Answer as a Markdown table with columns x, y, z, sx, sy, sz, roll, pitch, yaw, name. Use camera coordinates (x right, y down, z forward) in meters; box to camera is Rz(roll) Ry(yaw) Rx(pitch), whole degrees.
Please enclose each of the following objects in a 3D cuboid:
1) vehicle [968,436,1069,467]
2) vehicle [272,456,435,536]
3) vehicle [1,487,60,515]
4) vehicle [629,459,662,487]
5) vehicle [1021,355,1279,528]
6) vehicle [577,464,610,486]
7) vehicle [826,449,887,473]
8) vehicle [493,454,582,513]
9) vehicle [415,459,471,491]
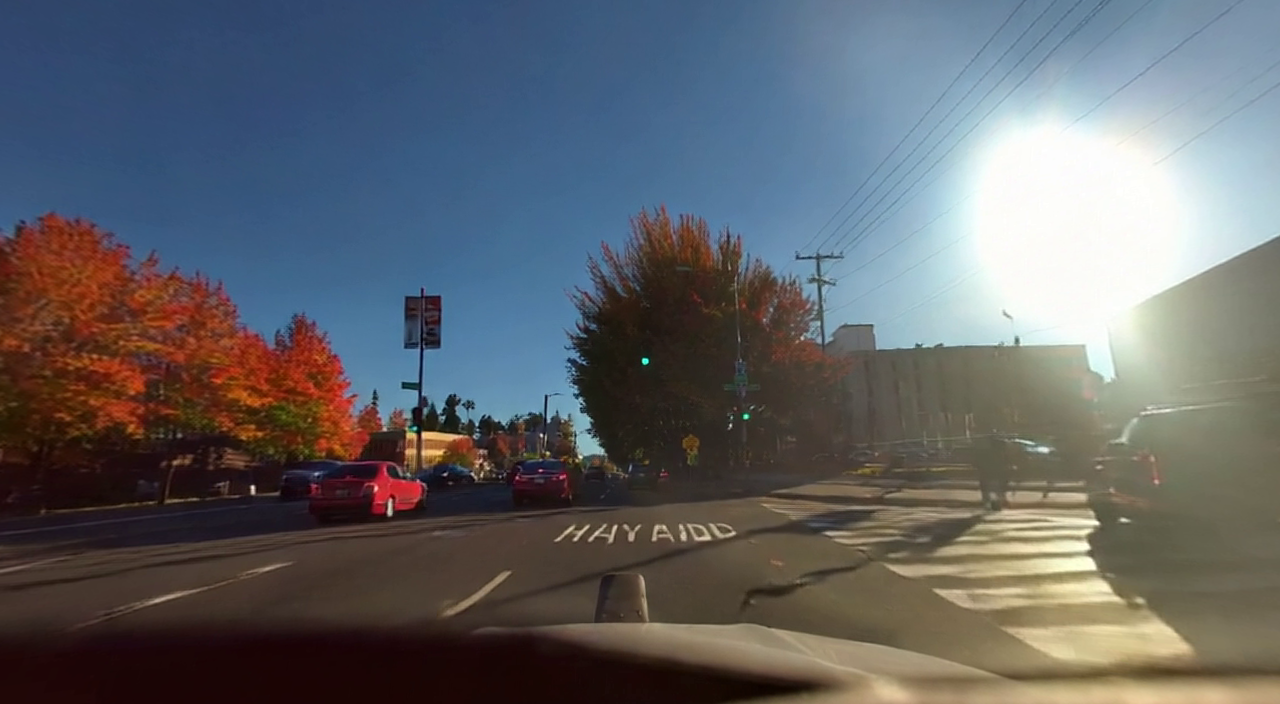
| x | y | z | sx | sy | sz | roll | pitch | yaw | name |
| --- | --- | --- | --- | --- | --- | --- | --- | --- | --- |
| 20.108 | 5.307 | 33.617 | 1.835 | 1.501 | 4.158 | 7 | -11 | -33 | vehicle |
| -6.758 | 3.388 | 15.454 | 1.932 | 1.596 | 4.247 | 1 | -9 | 1 | vehicle |
| -46.285 | 11.323 | 47.913 | 1.981 | 1.736 | 4.293 | 6 | -10 | -27 | vehicle |
| 0.354 | 8.211 | 42.920 | 2.144 | 1.704 | 4.028 | 1 | -9 | -1 | vehicle |
| 9.960 | 1.428 | 9.846 | 6.464 | 2.280 | 2.483 | 1 | -9 | -4 | vehicle |
| -3.533 | 9.533 | 48.839 | 2.068 | 1.482 | 4.490 | 0 | -9 | 2 | vehicle |
| 14.899 | 7.569 | 43.593 | 1.826 | 1.474 | 4.254 | 1 | -10 | -14 | vehicle |
| -3.205 | 4.209 | 20.698 | 2.085 | 1.663 | 4.513 | 1 | -9 | 1 | vehicle |
| -15.270 | 9.561 | 49.305 | 2.409 | 2.154 | 6.127 | 1 | -9 | 0 | vehicle |
